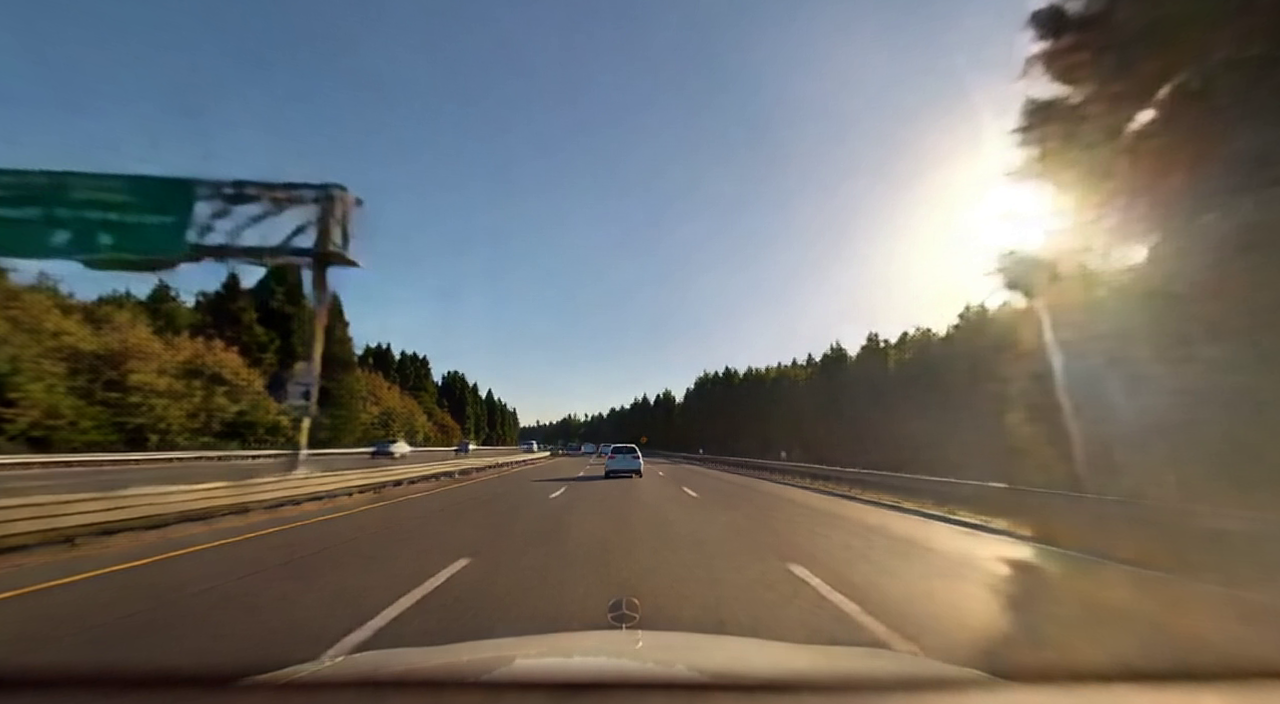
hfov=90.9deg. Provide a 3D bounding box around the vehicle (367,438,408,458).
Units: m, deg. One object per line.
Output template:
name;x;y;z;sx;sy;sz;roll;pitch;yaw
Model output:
vehicle;-18.890;7.215;47.348;1.714;1.482;3.643;0;-9;-3

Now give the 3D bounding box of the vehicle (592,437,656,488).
vehicle;-0.576;3.786;21.920;2.011;1.590;3.607;0;-9;-2
